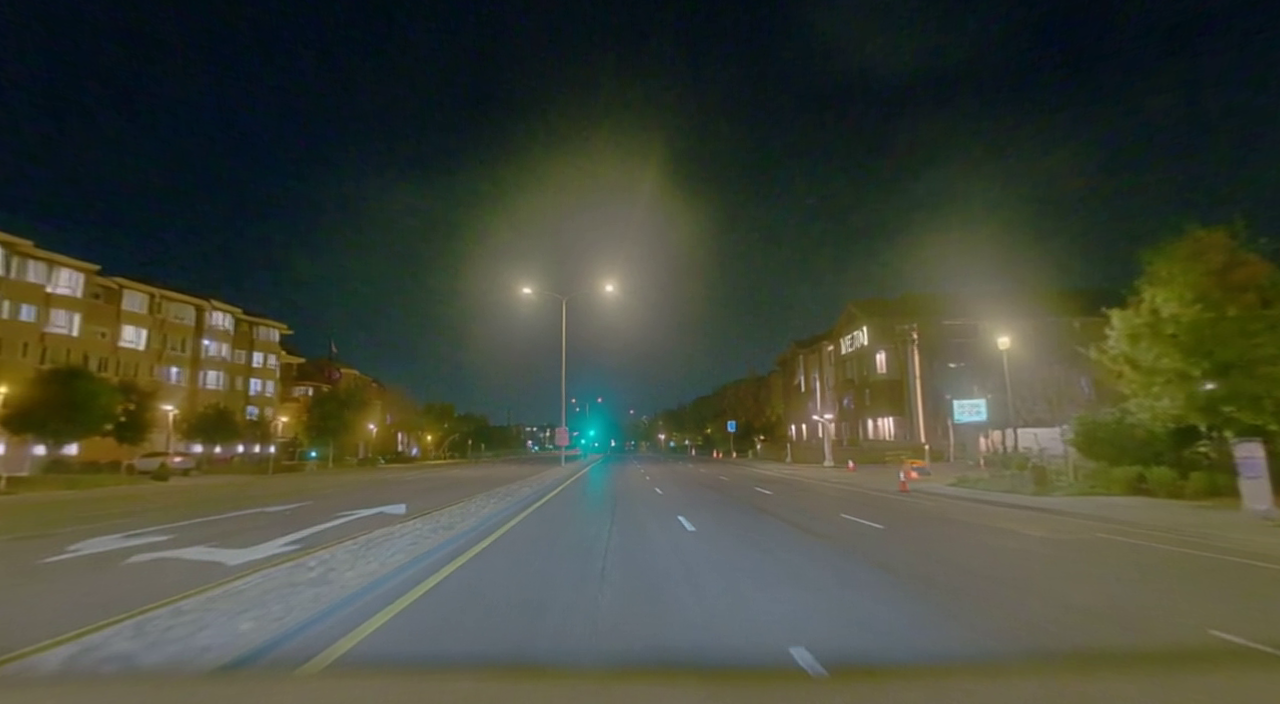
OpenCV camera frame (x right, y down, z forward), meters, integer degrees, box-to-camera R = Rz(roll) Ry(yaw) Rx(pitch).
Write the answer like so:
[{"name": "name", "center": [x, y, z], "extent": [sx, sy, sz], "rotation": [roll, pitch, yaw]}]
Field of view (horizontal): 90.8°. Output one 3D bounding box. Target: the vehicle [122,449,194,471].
[{"name": "vehicle", "center": [-33.755, 7.543, 44.280], "extent": [3.732, 1.453, 1.721], "rotation": [-1, -9, 4]}]

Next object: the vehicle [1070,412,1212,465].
[{"name": "vehicle", "center": [31.234, 5.490, 39.852], "extent": [2.905, 3.046, 6.805], "rotation": [1, -9, -4]}]
